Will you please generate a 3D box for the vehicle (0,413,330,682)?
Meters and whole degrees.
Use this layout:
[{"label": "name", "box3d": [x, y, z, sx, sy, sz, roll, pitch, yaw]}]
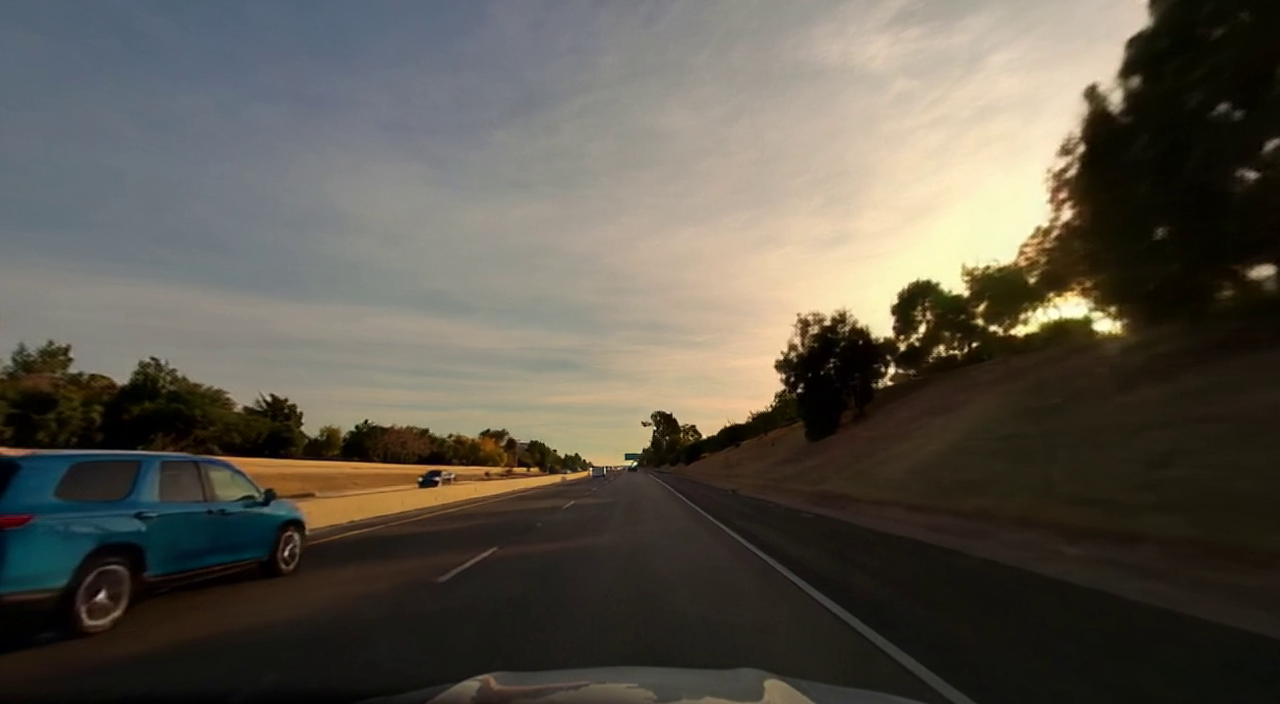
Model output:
[{"label": "vehicle", "box3d": [-4.662, 1.447, 5.406, 1.914, 1.534, 4.015, 1, -10, 0]}]
